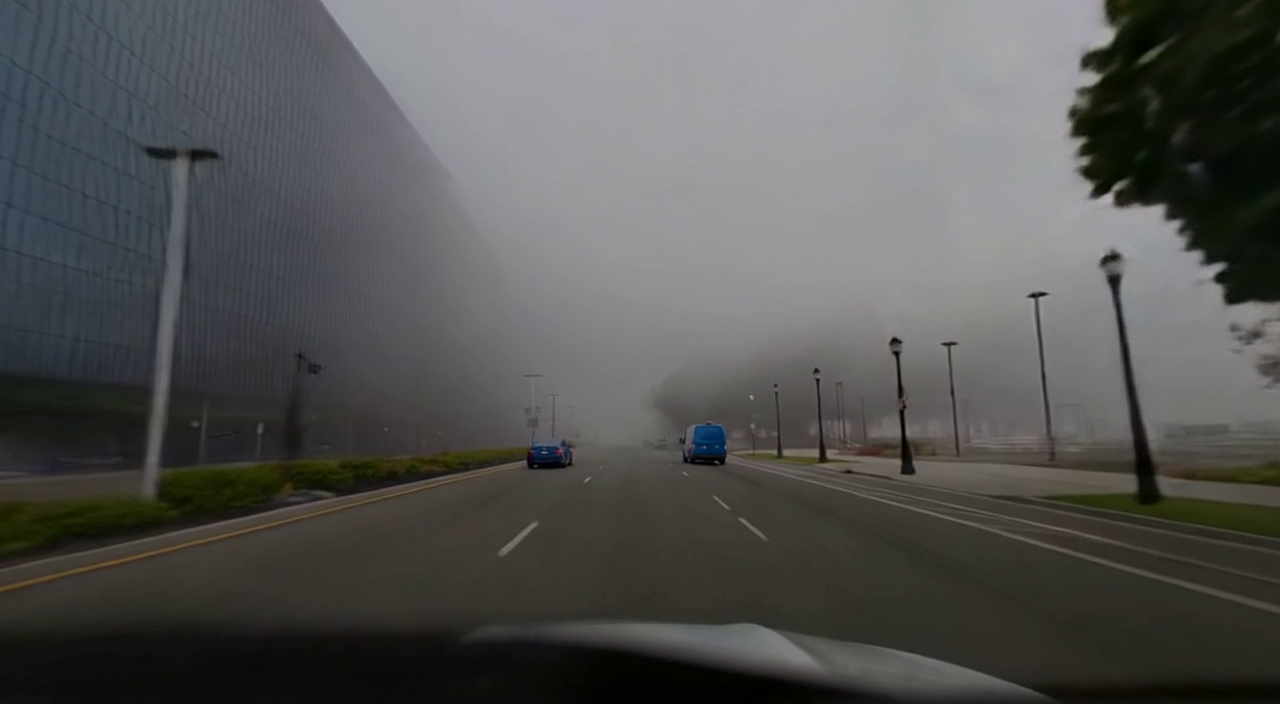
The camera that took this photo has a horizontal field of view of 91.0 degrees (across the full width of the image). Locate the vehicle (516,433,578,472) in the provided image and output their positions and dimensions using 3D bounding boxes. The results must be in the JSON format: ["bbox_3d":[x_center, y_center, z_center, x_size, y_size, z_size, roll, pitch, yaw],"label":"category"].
[{"bbox_3d":[-3.754,4.131,26.058,1.864,1.464,4.195,0,-8,1],"label":"vehicle"}]

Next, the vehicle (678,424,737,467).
[{"bbox_3d":[3.130,4.501,30.485,2.200,1.914,5.145,0,-8,-1],"label":"vehicle"}]
